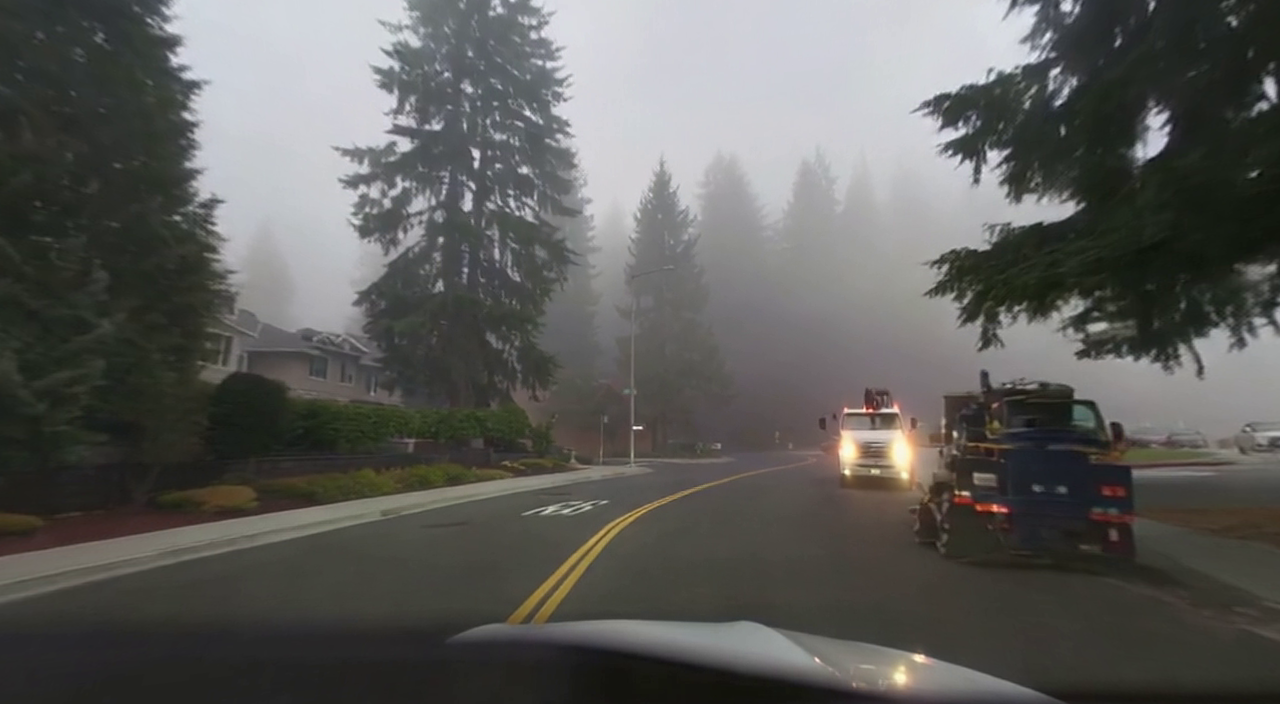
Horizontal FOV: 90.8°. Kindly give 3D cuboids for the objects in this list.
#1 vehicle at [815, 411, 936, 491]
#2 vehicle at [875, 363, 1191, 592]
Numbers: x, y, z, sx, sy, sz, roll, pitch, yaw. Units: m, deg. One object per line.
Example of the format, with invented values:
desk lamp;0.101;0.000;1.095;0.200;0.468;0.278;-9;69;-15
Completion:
vehicle;7.495;3.151;20.059;2.874;2.021;7.293;-4;-10;21
vehicle;4.480;1.464;7.897;2.043;2.250;3.024;-1;-9;5
